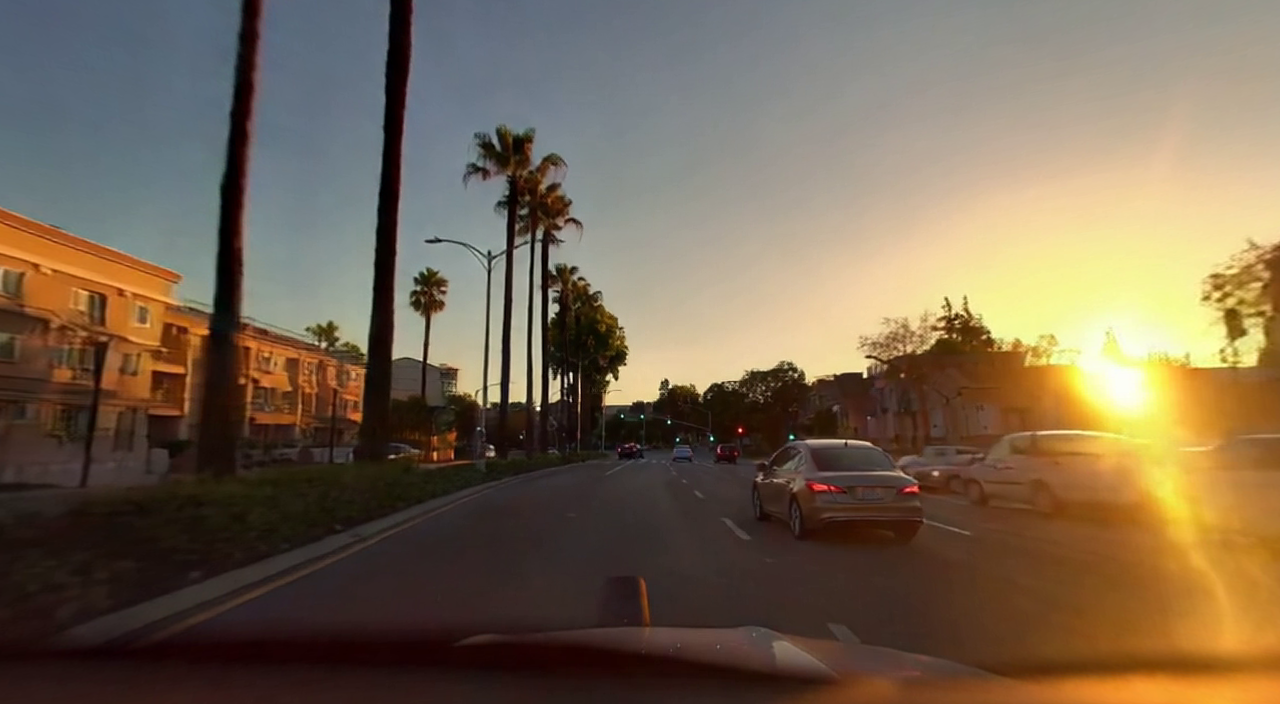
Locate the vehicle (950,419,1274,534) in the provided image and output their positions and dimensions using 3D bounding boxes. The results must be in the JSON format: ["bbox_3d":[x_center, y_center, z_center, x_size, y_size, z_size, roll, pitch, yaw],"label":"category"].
[{"bbox_3d":[10.010,2.704,14.475,2.618,2.048,6.195,0,-9,0],"label":"vehicle"}]

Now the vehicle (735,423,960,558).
[{"bbox_3d":[2.879,2.026,9.924,2.009,1.639,4.267,0,-9,-1],"label":"vehicle"}]

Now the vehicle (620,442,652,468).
[{"bbox_3d":[-0.221,7.148,43.968,2.087,1.709,4.076,0,-9,1],"label":"vehicle"}]

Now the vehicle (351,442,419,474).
[{"bbox_3d":[-15.643,6.522,39.050,2.180,1.830,4.924,0,-9,-1],"label":"vehicle"}]
